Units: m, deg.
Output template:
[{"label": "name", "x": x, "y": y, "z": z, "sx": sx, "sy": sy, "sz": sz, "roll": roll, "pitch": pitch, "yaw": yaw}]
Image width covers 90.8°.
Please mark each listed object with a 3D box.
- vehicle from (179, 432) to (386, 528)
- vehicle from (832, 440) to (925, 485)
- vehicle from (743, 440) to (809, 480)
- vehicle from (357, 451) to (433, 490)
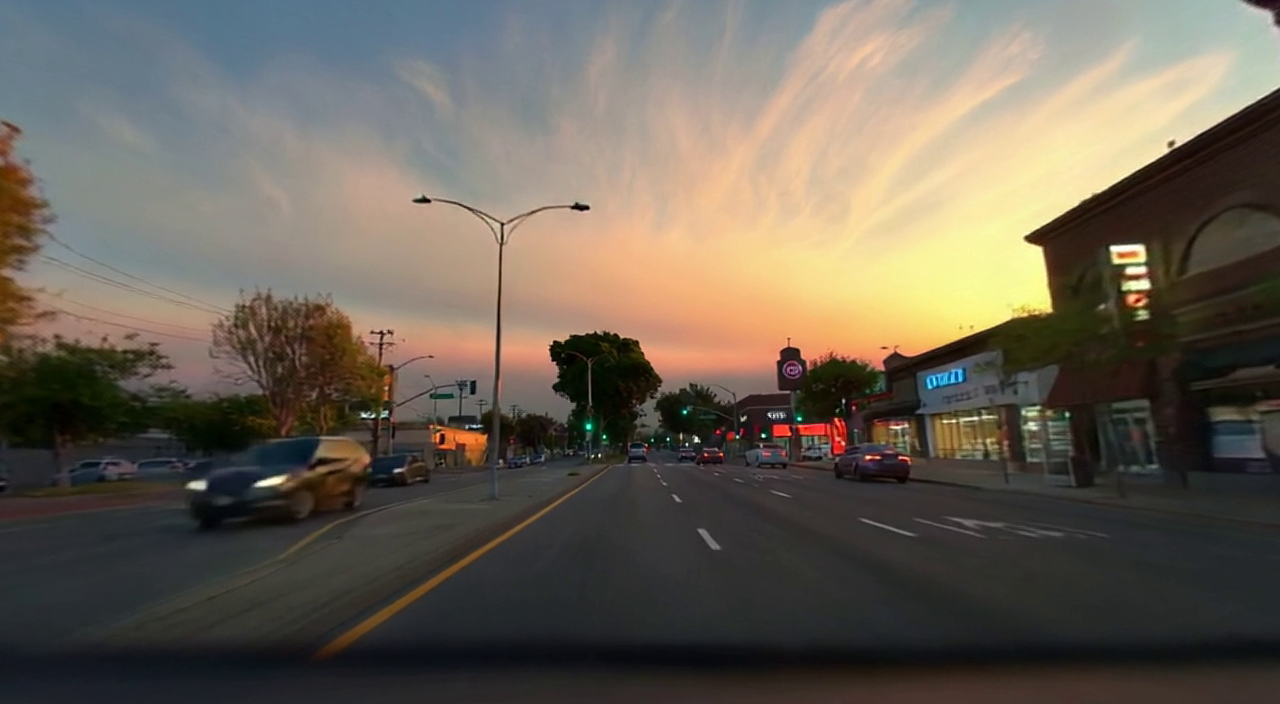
[{"label": "vehicle", "x": -7.789, "y": 2.798, "z": 14.491, "sx": 1.946, "sy": 1.794, "sz": 4.799, "roll": 0, "pitch": -8, "yaw": 0}, {"label": "vehicle", "x": 9.867, "y": 4.593, "z": 26.556, "sx": 2.019, "sy": 1.694, "sz": 4.491, "roll": 0, "pitch": -8, "yaw": -2}, {"label": "vehicle", "x": 6.187, "y": 4.972, "z": 29.336, "sx": 1.974, "sy": 1.679, "sz": 4.611, "roll": 0, "pitch": -8, "yaw": -1}, {"label": "vehicle", "x": -10.815, "y": 5.230, "z": 28.192, "sx": 1.792, "sy": 1.584, "sz": 3.937, "roll": 0, "pitch": -9, "yaw": 0}]
